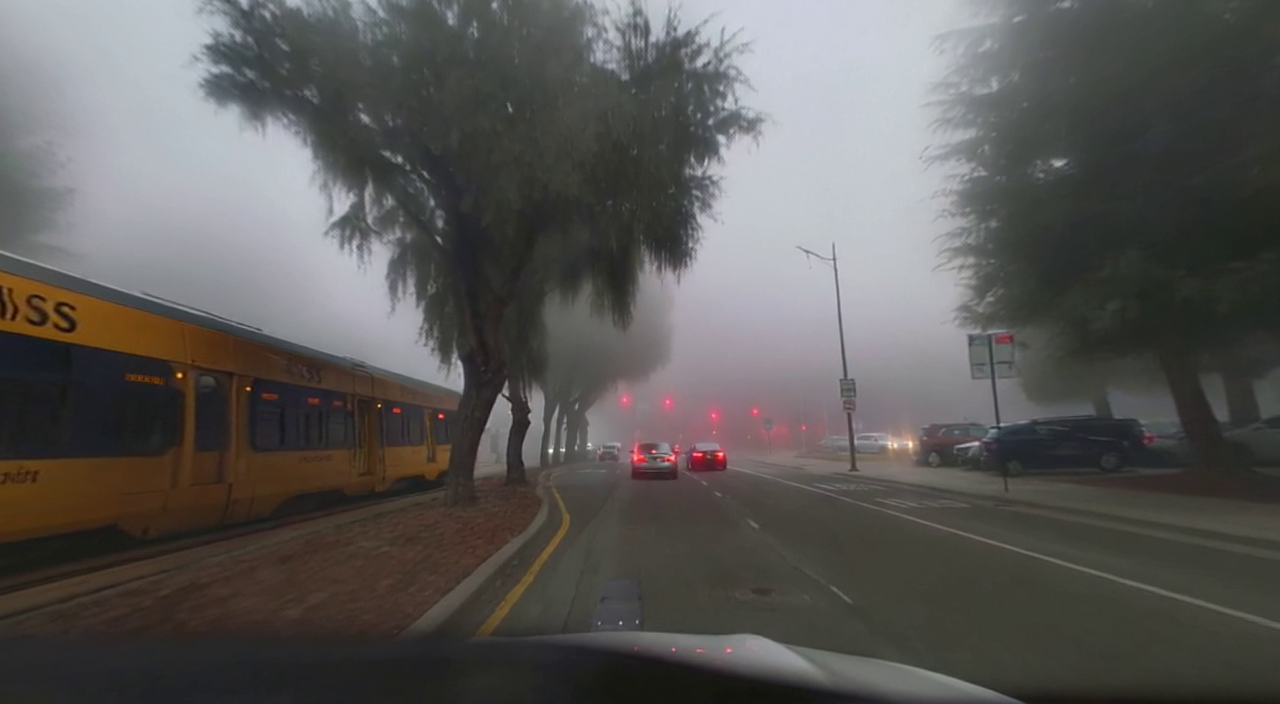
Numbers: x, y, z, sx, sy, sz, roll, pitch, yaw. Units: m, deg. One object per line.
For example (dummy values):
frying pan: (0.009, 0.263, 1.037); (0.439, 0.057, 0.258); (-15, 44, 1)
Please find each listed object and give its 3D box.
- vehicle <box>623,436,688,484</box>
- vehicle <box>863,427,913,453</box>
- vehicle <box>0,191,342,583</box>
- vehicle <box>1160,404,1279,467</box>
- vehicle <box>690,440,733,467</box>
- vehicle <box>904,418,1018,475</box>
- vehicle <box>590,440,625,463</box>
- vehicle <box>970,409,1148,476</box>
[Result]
vehicle: (0.501, 3.634, 21.628); (2.002, 1.471, 4.337); (0, -8, 0)
vehicle: (19.372, 6.951, 49.628); (2.116, 1.937, 4.515); (0, -8, 1)
vehicle: (-7.544, 0.309, 5.831); (2.897, 3.700, 13.528); (0, -7, 1)
vehicle: (19.813, 2.638, 19.859); (2.159, 1.817, 5.675); (0, -8, 1)
vehicle: (3.998, 5.750, 35.954); (1.944, 1.447, 4.392); (0, -8, 0)
vehicle: (13.775, 4.001, 27.637); (2.221, 2.116, 5.535); (1, -6, 1)
vehicle: (-2.126, 6.642, 42.323); (2.118, 1.478, 4.076); (0, -8, 1)
vehicle: (13.592, 3.022, 21.093); (2.145, 1.911, 5.581); (0, -8, 0)
